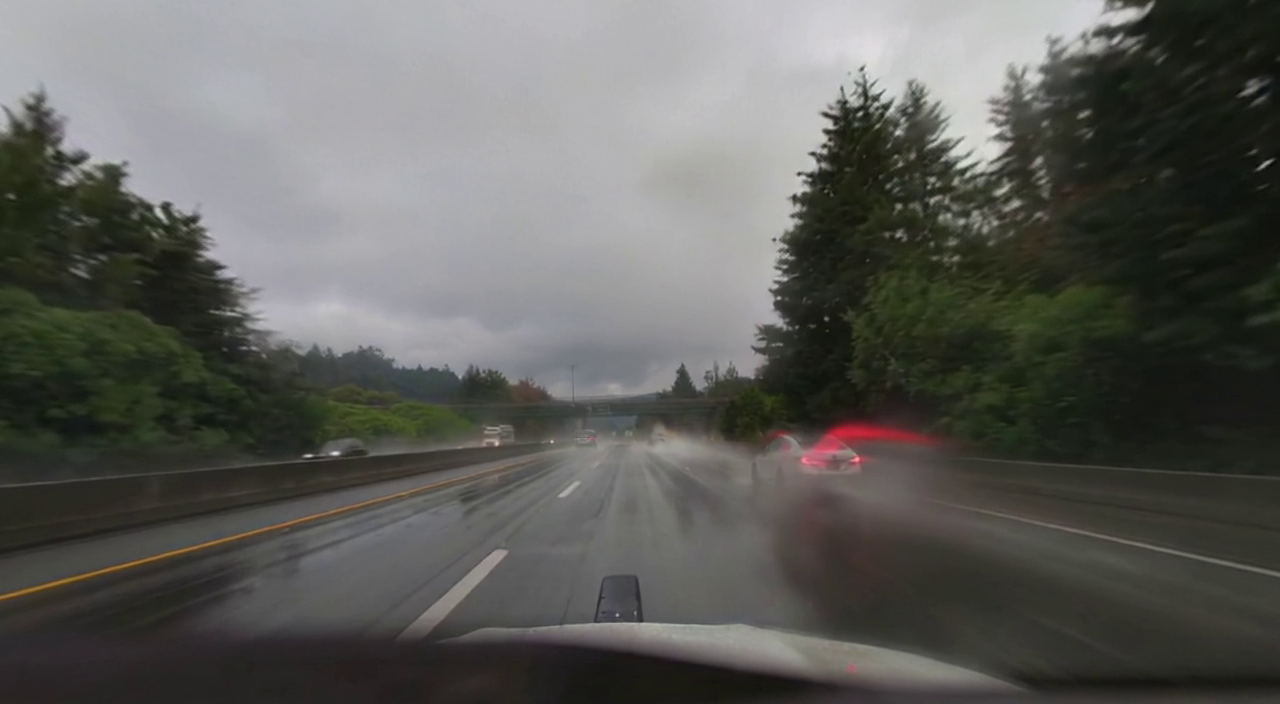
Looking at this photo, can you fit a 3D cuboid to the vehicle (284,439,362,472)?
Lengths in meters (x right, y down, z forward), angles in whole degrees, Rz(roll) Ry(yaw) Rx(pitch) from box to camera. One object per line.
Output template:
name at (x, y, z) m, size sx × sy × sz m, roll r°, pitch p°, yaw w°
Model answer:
vehicle at (-16.601, 5.434, 33.285) m, size 1.866 × 1.594 × 4.434 m, roll 0°, pitch -8°, yaw -1°

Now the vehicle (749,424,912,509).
vehicle at (3.840, 2.375, 13.670) m, size 2.031 × 1.531 × 4.365 m, roll 0°, pitch -8°, yaw -2°
